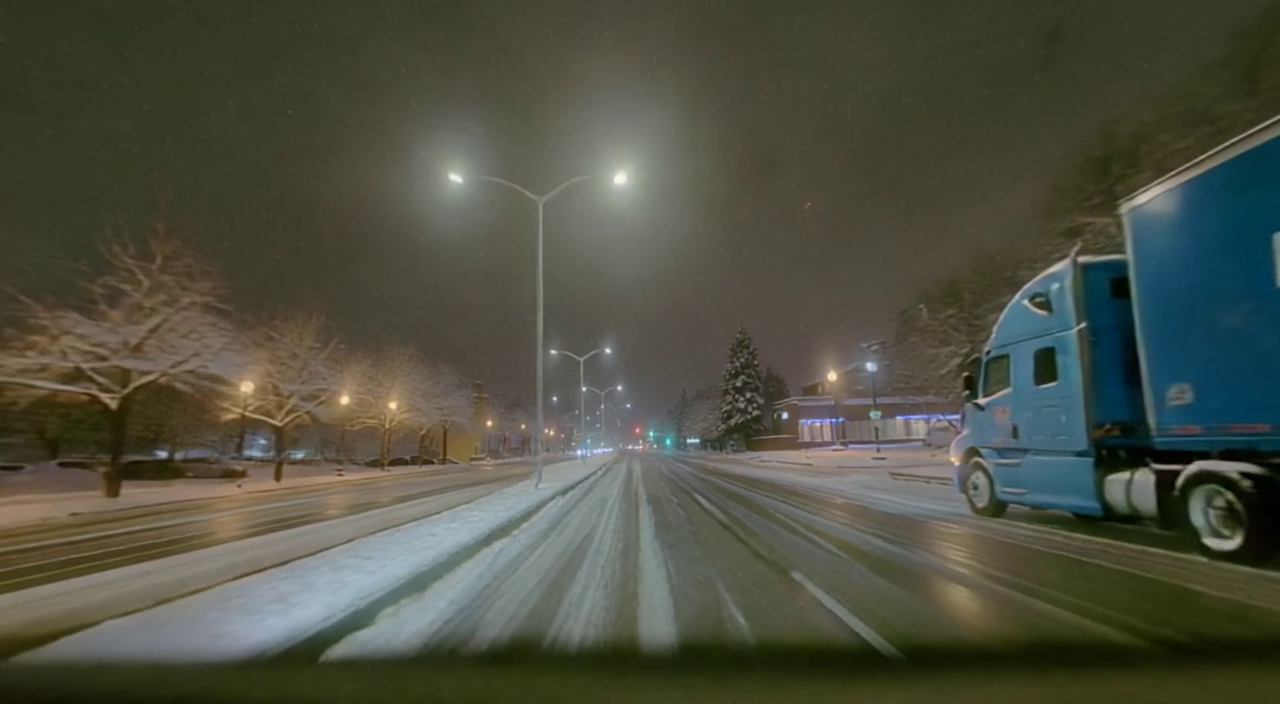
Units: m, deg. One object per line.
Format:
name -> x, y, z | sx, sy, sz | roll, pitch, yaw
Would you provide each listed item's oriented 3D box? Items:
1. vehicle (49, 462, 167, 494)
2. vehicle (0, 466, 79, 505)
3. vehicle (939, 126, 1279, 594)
vehicle -> -27.976, 6.589, 33.333 | 4.576, 1.426, 1.886 | 7, -11, -42
vehicle -> -28.522, 6.089, 28.855 | 4.164, 1.577, 2.021 | 7, -11, -40
vehicle -> 6.806, 0.029, 4.966 | 3.120, 3.794, 11.510 | 0, -9, -1
